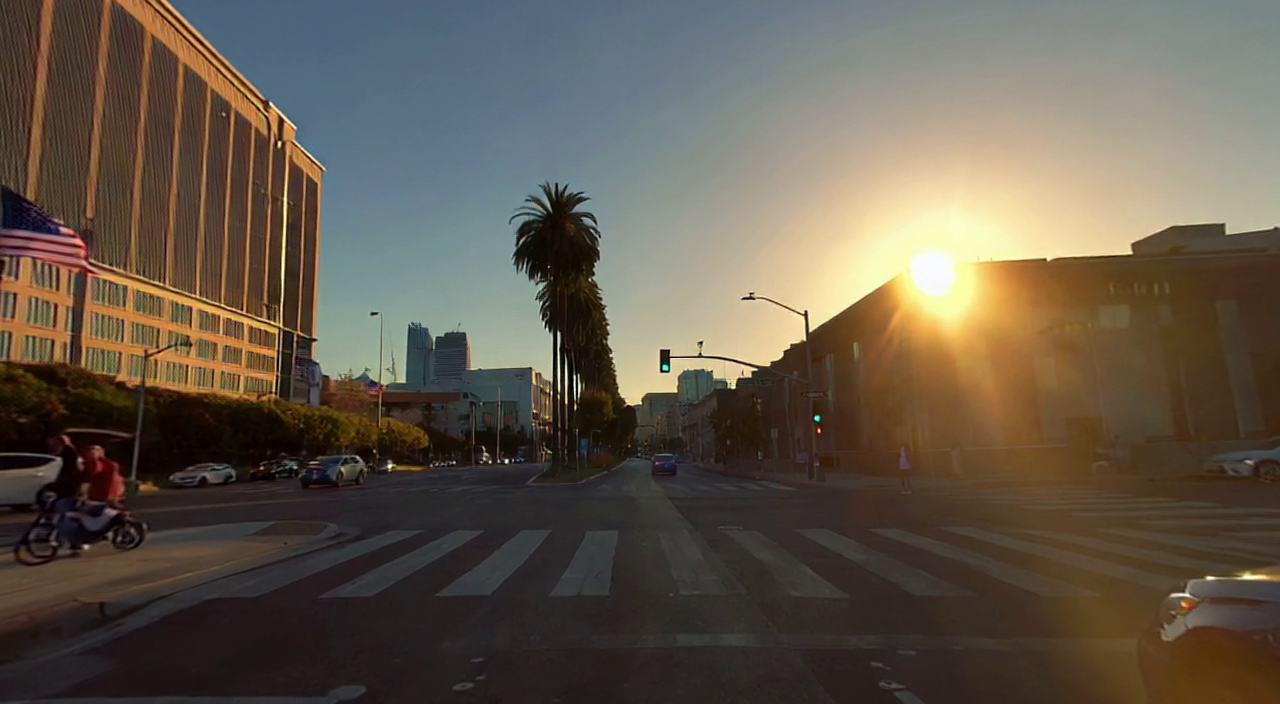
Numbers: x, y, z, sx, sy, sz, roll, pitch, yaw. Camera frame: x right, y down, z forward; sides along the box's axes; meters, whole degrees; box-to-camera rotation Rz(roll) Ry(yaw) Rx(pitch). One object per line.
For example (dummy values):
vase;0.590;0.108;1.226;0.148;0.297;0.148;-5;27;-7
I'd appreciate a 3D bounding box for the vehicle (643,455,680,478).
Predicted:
vehicle;1.483;8.234;45.710;2.000;1.525;4.273;1;-9;-8

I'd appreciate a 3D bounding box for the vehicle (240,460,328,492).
vehicle;-19.892;6.948;35.583;2.069;1.540;4.774;0;-8;2

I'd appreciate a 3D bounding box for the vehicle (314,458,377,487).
vehicle;-20.112;8.231;43.376;2.043;1.745;4.420;-1;-9;2
